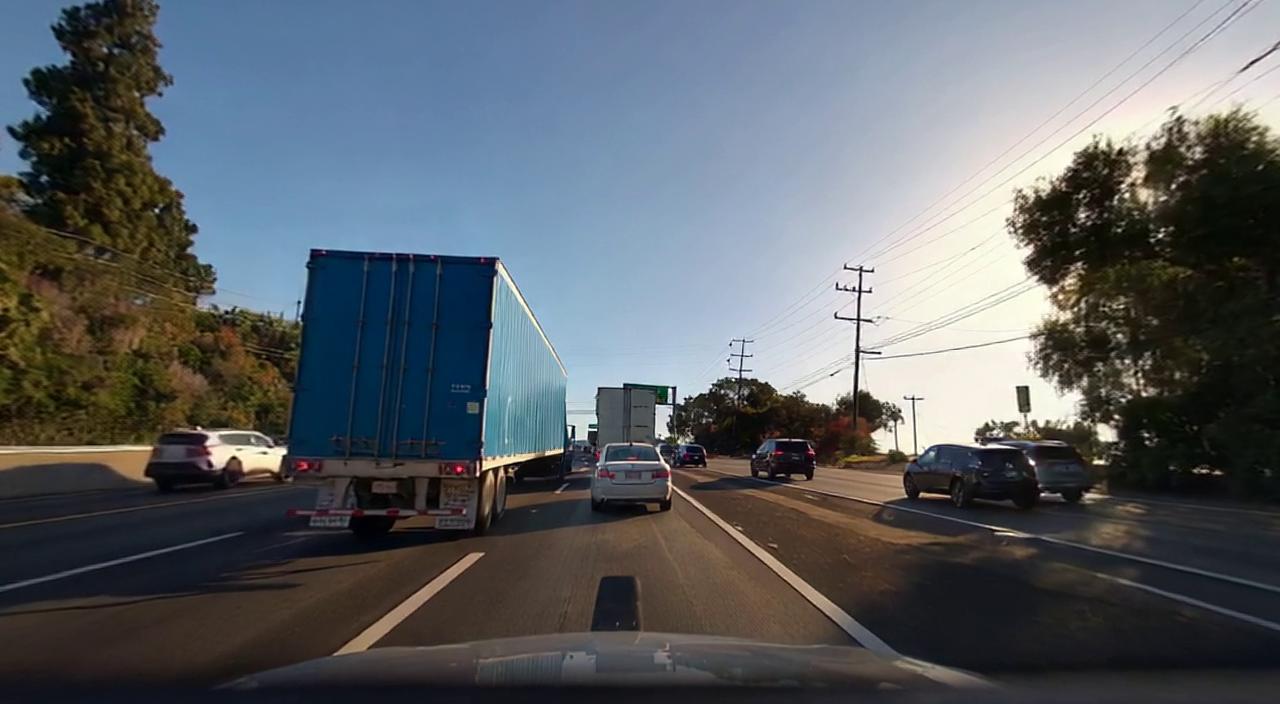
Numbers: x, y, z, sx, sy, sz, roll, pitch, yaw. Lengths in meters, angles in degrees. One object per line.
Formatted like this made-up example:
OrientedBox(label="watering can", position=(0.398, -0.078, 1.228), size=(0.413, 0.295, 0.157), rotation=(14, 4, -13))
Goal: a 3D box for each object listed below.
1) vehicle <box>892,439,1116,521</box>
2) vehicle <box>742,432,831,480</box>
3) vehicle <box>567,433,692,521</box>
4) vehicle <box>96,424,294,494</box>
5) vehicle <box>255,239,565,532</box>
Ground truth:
OrientedBox(label="vehicle", position=(7.182, 2.541, 13.106), size=(1.878, 1.406, 4.164), rotation=(1, -9, -6))
OrientedBox(label="vehicle", position=(5.522, 3.973, 24.359), size=(2.023, 1.676, 4.002), rotation=(1, -9, -7))
OrientedBox(label="vehicle", position=(-0.253, 2.430, 12.767), size=(2.112, 1.463, 4.012), rotation=(0, -9, -2))
OrientedBox(label="vehicle", position=(-12.129, 2.969, 17.786), size=(2.148, 1.678, 4.851), rotation=(0, -9, -2))
OrientedBox(label="vehicle", position=(-4.340, 1.774, 18.153), size=(3.150, 4.298, 17.928), rotation=(0, -9, -3))
